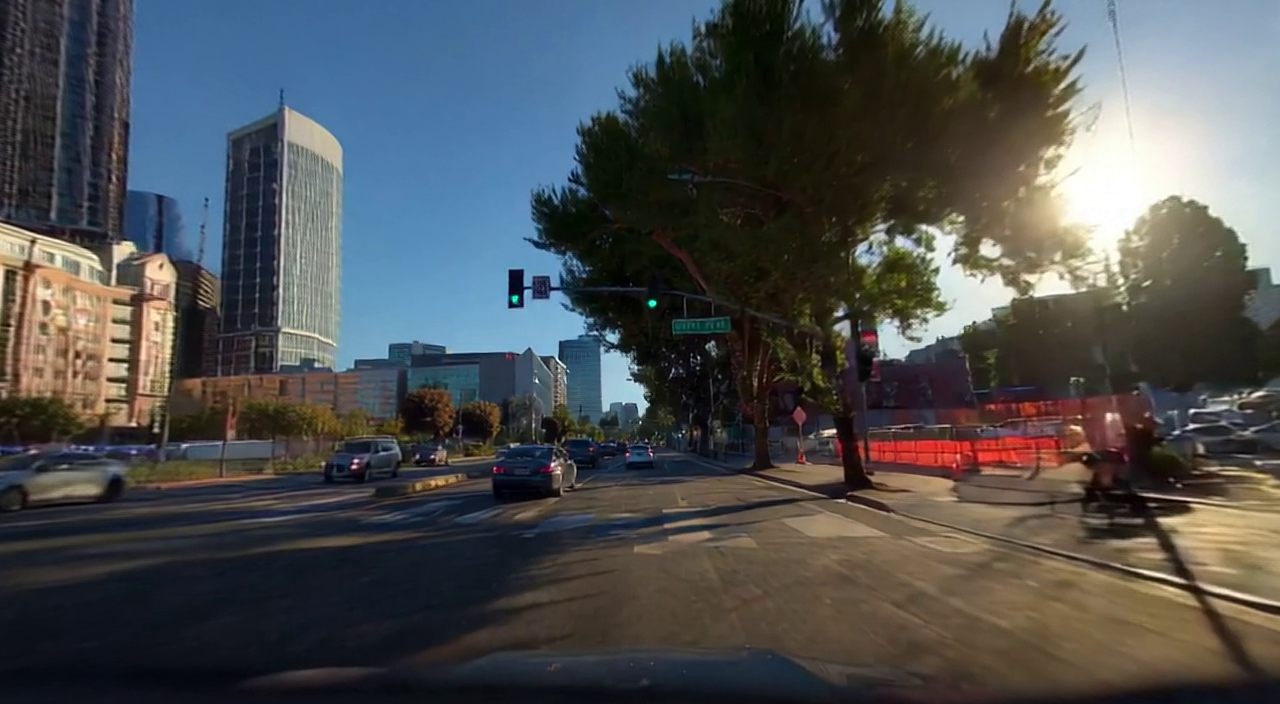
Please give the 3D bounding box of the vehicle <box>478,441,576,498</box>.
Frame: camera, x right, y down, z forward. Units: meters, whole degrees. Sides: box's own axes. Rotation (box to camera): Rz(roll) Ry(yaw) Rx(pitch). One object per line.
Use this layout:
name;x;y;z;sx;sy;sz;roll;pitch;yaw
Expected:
vehicle;-3.096;3.314;18.234;1.959;1.406;4.527;0;-9;0

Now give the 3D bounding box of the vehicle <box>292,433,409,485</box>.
vehicle;-11.626;4.333;25.785;2.291;1.890;4.998;0;-9;1

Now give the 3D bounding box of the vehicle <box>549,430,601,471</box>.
vehicle;-3.408;5.311;34.082;2.240;2.054;4.662;0;-9;1

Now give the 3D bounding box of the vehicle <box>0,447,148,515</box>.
vehicle;-14.930;3.096;15.408;1.935;1.481;4.702;-2;-9;1

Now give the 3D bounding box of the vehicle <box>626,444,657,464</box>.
vehicle;0.088;7.482;46.406;2.171;1.422;4.146;0;-9;0

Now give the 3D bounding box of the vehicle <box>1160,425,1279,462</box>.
vehicle;27.959;4.388;30.295;4.014;1.681;1.834;-3;-9;20
